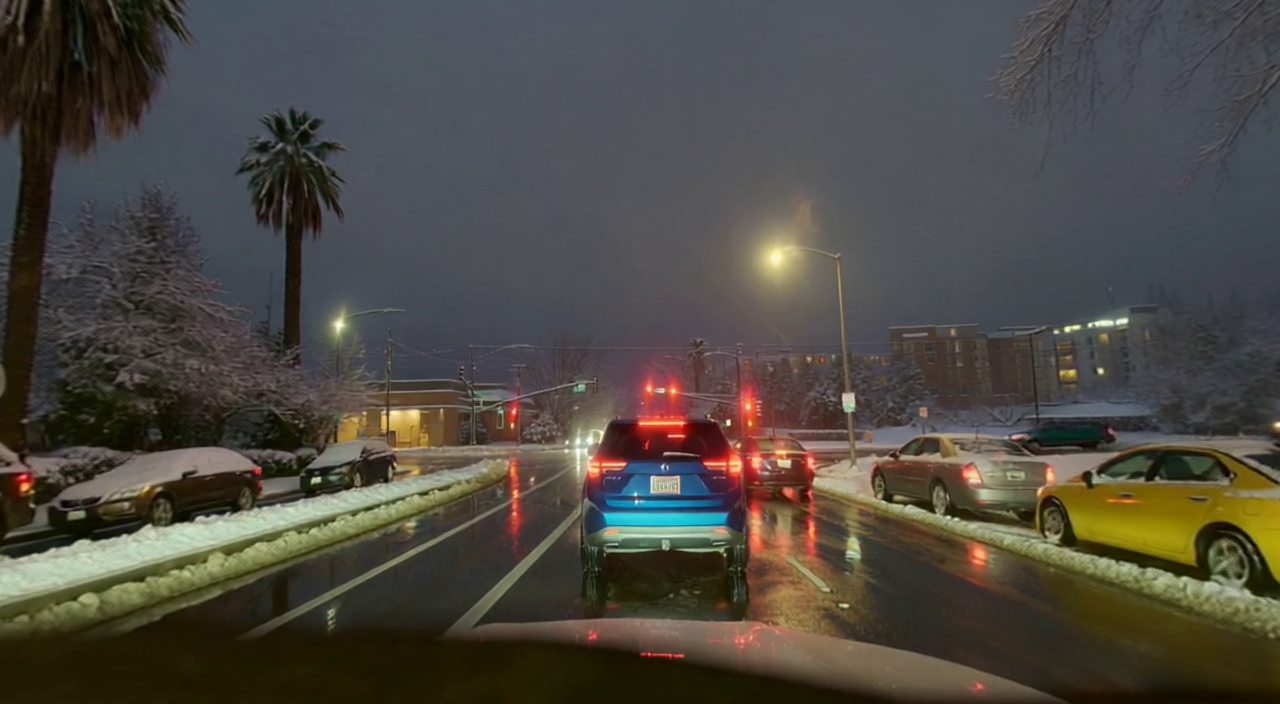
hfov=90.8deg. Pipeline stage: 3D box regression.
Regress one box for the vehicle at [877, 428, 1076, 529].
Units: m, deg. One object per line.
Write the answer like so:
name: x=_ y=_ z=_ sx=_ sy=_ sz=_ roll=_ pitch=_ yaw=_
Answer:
vehicle: x=6.681 y=2.528 z=13.236 sx=1.930 sy=1.736 sz=4.329 roll=-1 pitch=-8 yaw=3

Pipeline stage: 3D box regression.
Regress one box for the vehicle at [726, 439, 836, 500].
vehicle: x=3.767 y=3.206 z=17.720 sx=2.021 sy=1.480 sz=4.402 roll=0 pitch=-8 yaw=0

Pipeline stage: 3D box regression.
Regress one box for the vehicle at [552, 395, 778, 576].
vehicle: x=0.271 y=1.658 z=8.561 sx=2.264 sy=1.798 sz=4.258 roll=0 pitch=-8 yaw=1

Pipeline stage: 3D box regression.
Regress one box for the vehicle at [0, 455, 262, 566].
vehicle: x=-9.566 y=2.801 z=11.901 sx=2.054 sy=1.467 sz=4.595 roll=-3 pitch=-7 yaw=0

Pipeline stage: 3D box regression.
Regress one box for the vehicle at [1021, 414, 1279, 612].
vehicle: x=6.448 y=1.598 z=6.930 sx=1.935 sy=1.672 sz=4.139 roll=0 pitch=-8 yaw=1

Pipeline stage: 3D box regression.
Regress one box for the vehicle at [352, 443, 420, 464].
vehicle: x=-18.697 y=7.491 z=46.660 sx=1.759 sy=1.457 sz=4.297 roll=-7 pitch=-11 yaw=38
